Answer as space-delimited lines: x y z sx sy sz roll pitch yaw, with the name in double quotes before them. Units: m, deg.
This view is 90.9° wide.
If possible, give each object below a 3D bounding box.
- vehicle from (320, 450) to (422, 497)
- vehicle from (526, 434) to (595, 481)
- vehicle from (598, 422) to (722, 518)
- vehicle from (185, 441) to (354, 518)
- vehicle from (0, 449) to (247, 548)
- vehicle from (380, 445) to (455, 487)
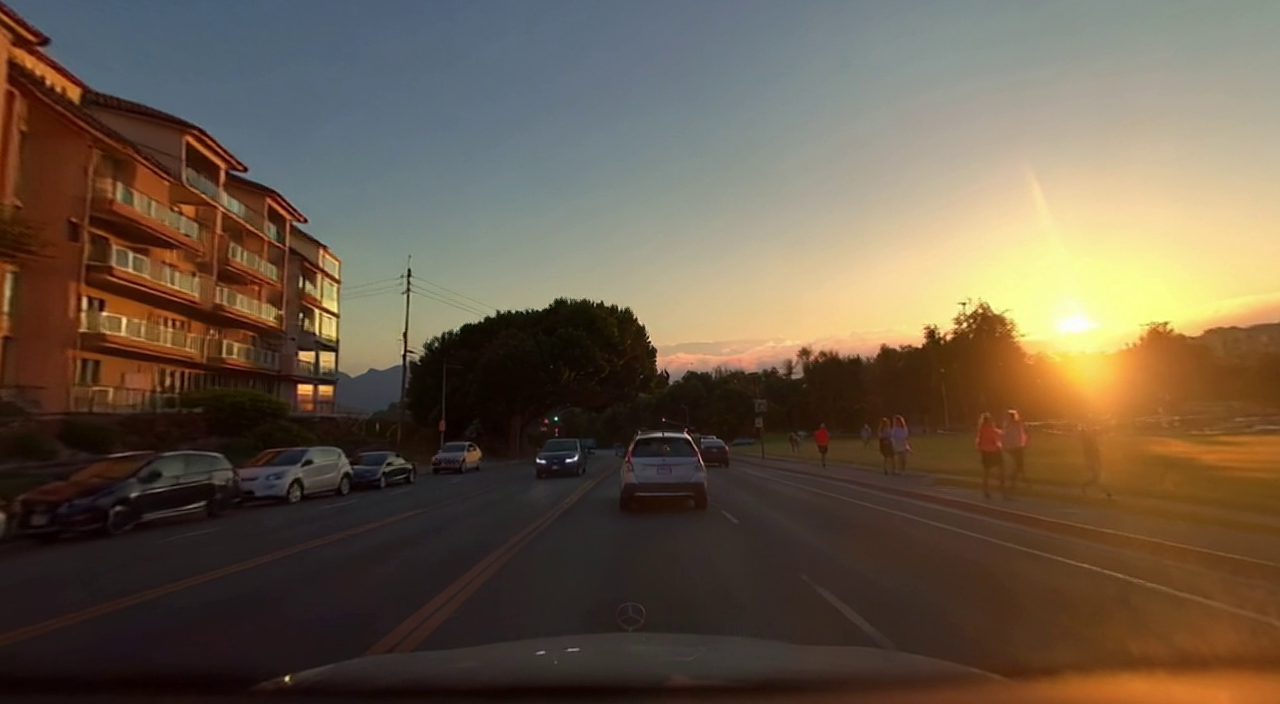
"vehicle" -10.169 4.595 24.248 1.860 1.487 4.658 -1 -8 0
"vehicle" -3.057 4.189 25.270 2.086 1.702 4.451 0 -9 1
"vehicle" 0.323 2.324 12.819 2.132 1.632 3.838 0 -9 0
"vehicle" -10.318 3.522 18.111 1.940 1.816 4.721 -1 -7 1
"vehicle" -10.420 2.831 12.915 1.869 1.647 4.281 0 -9 1
"vehicle" -10.286 5.284 29.522 1.897 1.695 4.431 -1 -8 0
